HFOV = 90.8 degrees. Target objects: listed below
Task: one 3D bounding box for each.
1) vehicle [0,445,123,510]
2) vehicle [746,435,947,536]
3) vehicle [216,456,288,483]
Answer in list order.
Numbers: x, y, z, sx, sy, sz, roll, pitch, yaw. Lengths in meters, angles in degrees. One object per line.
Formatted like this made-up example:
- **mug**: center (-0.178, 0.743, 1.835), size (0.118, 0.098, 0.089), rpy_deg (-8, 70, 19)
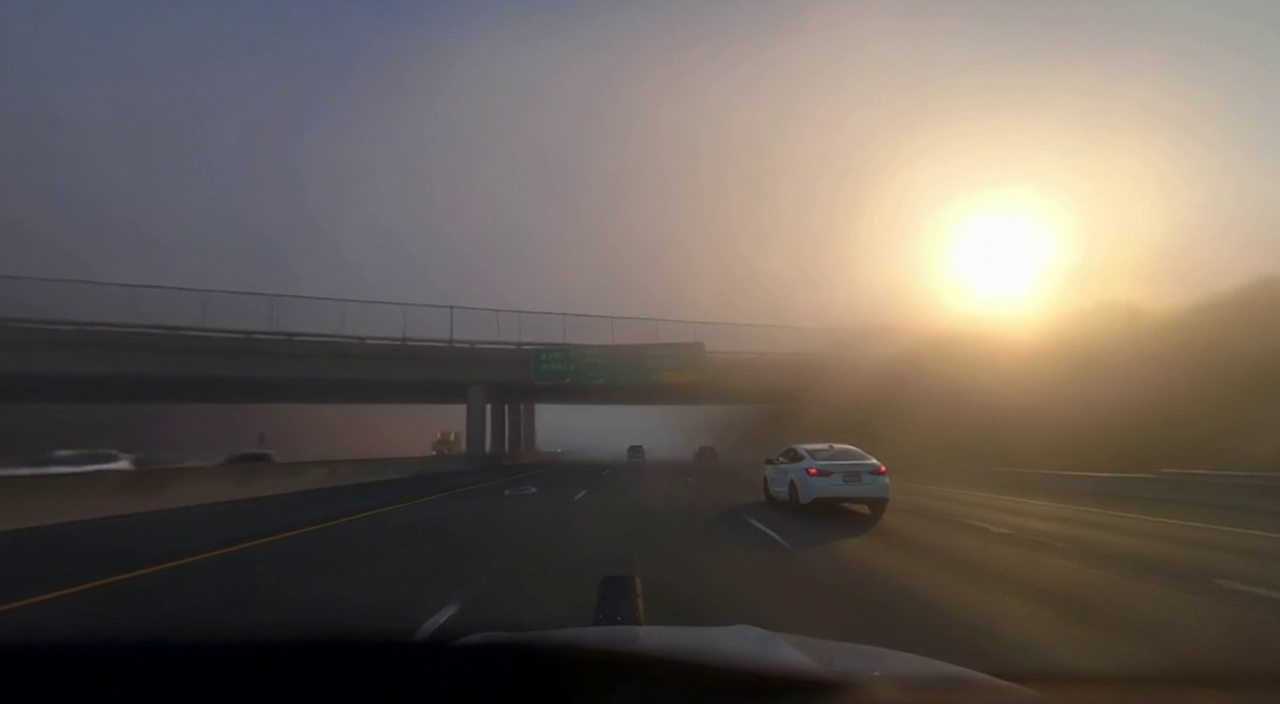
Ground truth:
- **vehicle**: center (-19.872, 3.986, 20.462), size (2.043, 1.830, 4.879), rpy_deg (0, -8, 0)
- **vehicle**: center (3.461, 2.326, 11.712), size (2.076, 1.472, 4.562), rpy_deg (0, -9, -2)
- **vehicle**: center (-23.586, 7.146, 38.570), size (1.821, 1.507, 4.069), rpy_deg (1, -9, 0)
